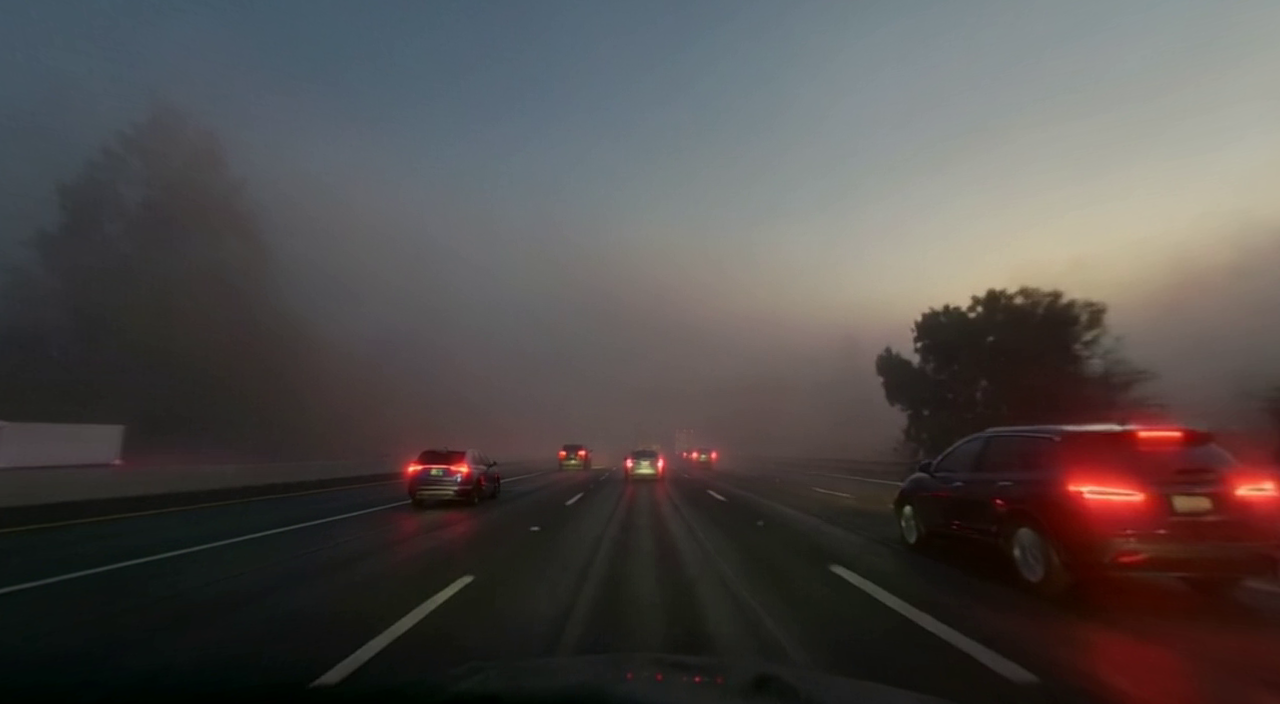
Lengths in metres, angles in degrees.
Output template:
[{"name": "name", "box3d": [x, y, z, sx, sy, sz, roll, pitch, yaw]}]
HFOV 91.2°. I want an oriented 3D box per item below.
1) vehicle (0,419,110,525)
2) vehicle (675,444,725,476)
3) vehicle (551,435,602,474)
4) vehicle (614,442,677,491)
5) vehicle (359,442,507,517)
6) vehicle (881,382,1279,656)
[{"name": "vehicle", "box3d": [-16.446, 2.871, 14.921, 2.408, 2.483, 5.904, 0, -9, 0]}, {"name": "vehicle", "box3d": [2.988, 5.502, 32.034, 1.959, 1.503, 4.064, 0, -9, -3]}, {"name": "vehicle", "box3d": [-3.405, 5.664, 34.682, 2.230, 1.973, 4.403, -1, -9, 2]}, {"name": "vehicle", "box3d": [0.158, 4.047, 22.479, 2.015, 1.526, 4.286, 0, -9, 0]}, {"name": "vehicle", "box3d": [-4.612, 2.898, 14.776, 1.967, 1.473, 4.439, 0, -9, 0]}, {"name": "vehicle", "box3d": [4.174, 1.325, 5.948, 2.018, 1.639, 4.149, 0, -9, -1]}]
